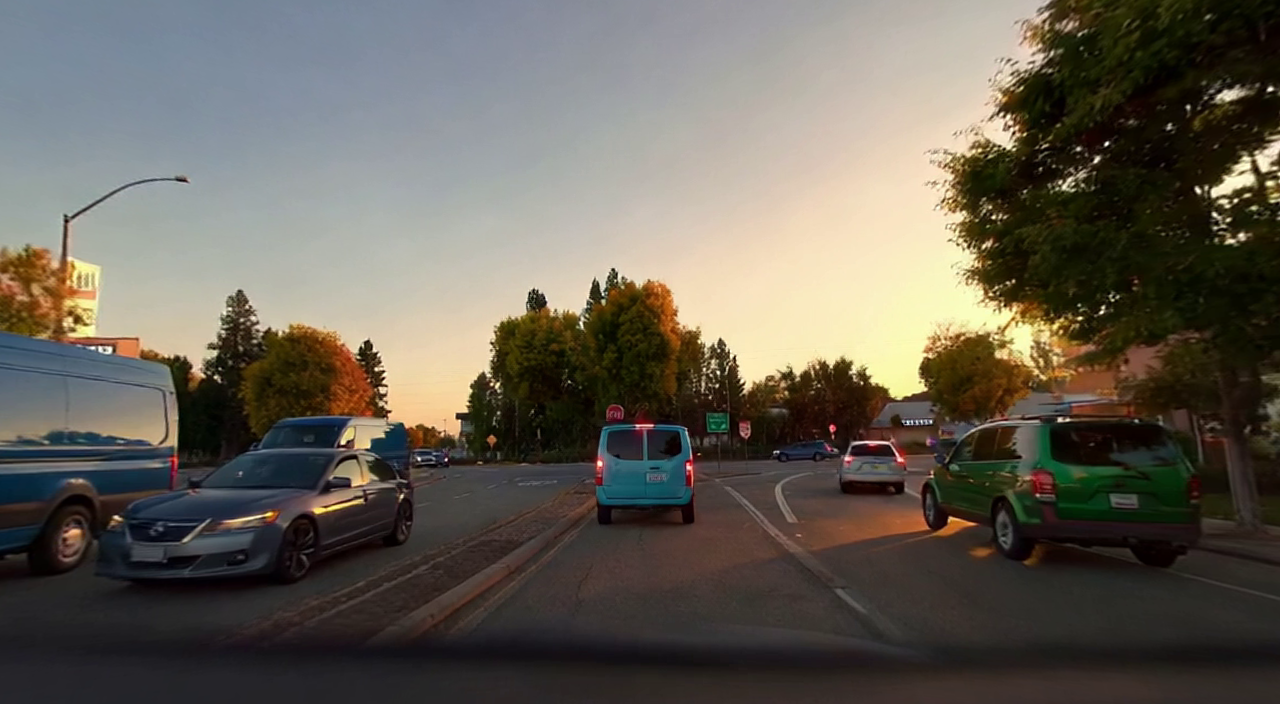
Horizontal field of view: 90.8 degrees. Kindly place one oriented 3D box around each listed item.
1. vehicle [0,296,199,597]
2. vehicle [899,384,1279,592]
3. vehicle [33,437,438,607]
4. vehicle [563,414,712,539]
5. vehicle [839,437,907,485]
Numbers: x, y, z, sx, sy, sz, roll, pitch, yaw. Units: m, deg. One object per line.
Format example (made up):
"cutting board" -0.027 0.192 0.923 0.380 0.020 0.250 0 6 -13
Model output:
"vehicle" -7.662 0.850 5.696 2.342 3.013 6.631 0 -9 2
"vehicle" 5.463 1.686 8.669 2.204 1.973 4.946 -1 -9 7
"vehicle" -4.313 1.836 7.873 1.869 1.465 4.503 -1 -9 3
"vehicle" 0.182 2.202 11.775 2.237 1.828 4.546 -1 -9 6
"vehicle" 8.977 4.182 24.306 2.150 1.655 4.045 -4 -10 20
